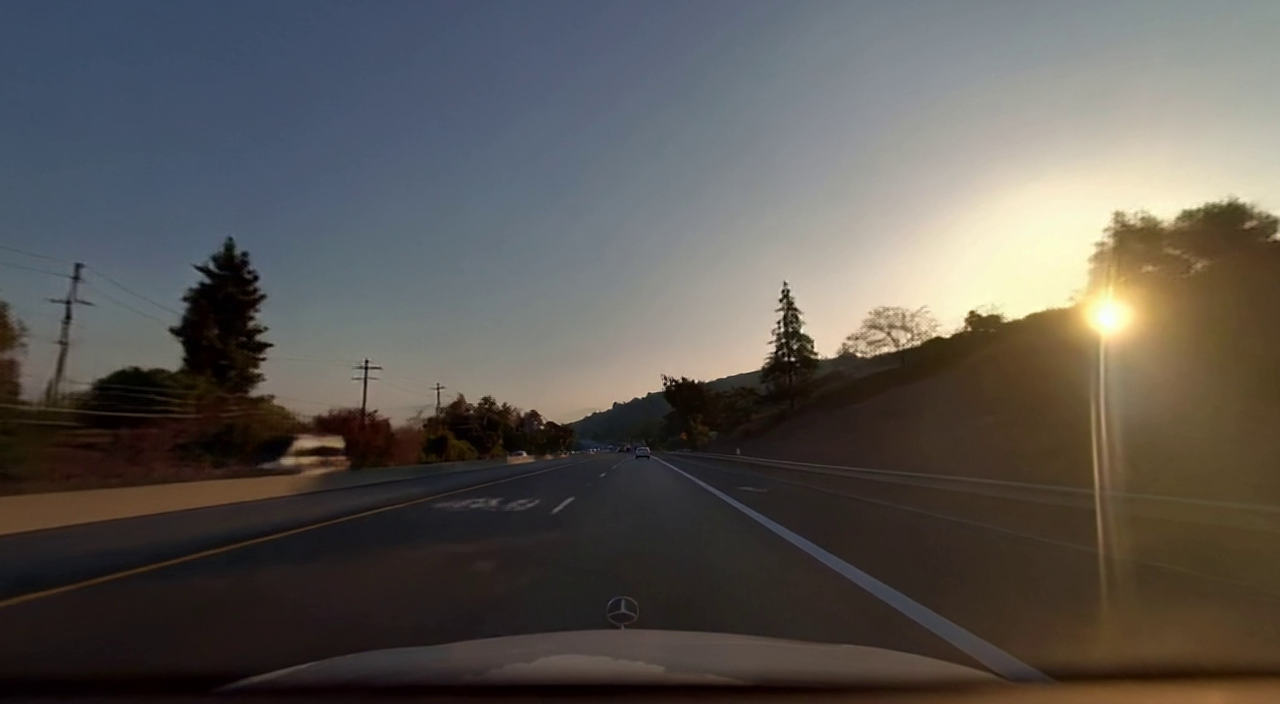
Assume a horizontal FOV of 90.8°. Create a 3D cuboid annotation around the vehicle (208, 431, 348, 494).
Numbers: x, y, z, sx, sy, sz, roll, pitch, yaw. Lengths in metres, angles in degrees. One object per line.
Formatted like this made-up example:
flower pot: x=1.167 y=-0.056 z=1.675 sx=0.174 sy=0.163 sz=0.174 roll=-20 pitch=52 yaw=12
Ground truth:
vehicle: x=-16.162 y=4.971 z=28.811 sx=2.394 sy=2.507 sz=6.679 roll=0 pitch=-9 yaw=0
